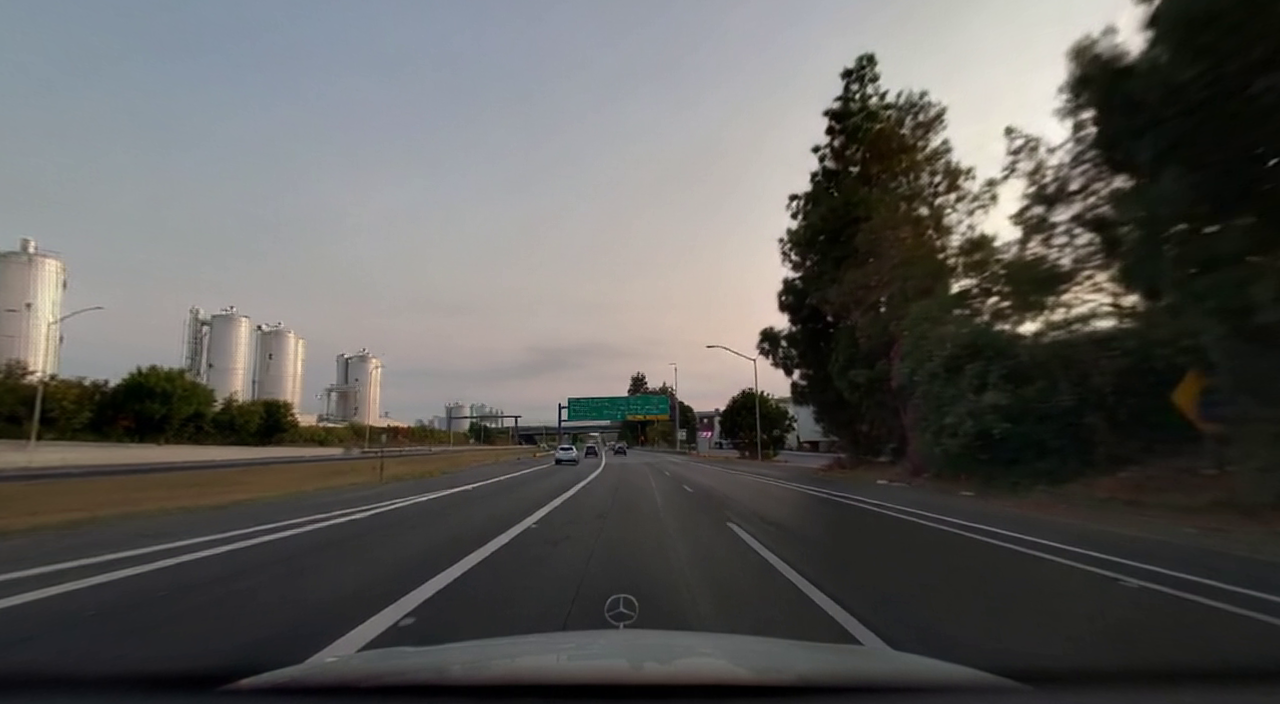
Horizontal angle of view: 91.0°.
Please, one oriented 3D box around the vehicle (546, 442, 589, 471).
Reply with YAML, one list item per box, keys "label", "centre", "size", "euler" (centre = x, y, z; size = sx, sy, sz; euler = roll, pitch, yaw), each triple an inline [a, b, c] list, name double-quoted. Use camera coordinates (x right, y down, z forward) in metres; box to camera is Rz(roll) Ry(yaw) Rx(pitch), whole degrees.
- label: "vehicle"
  centre: [-4.188, 6.132, 36.961]
  size: [2.012, 1.571, 4.232]
  euler: [0, -9, 0]
